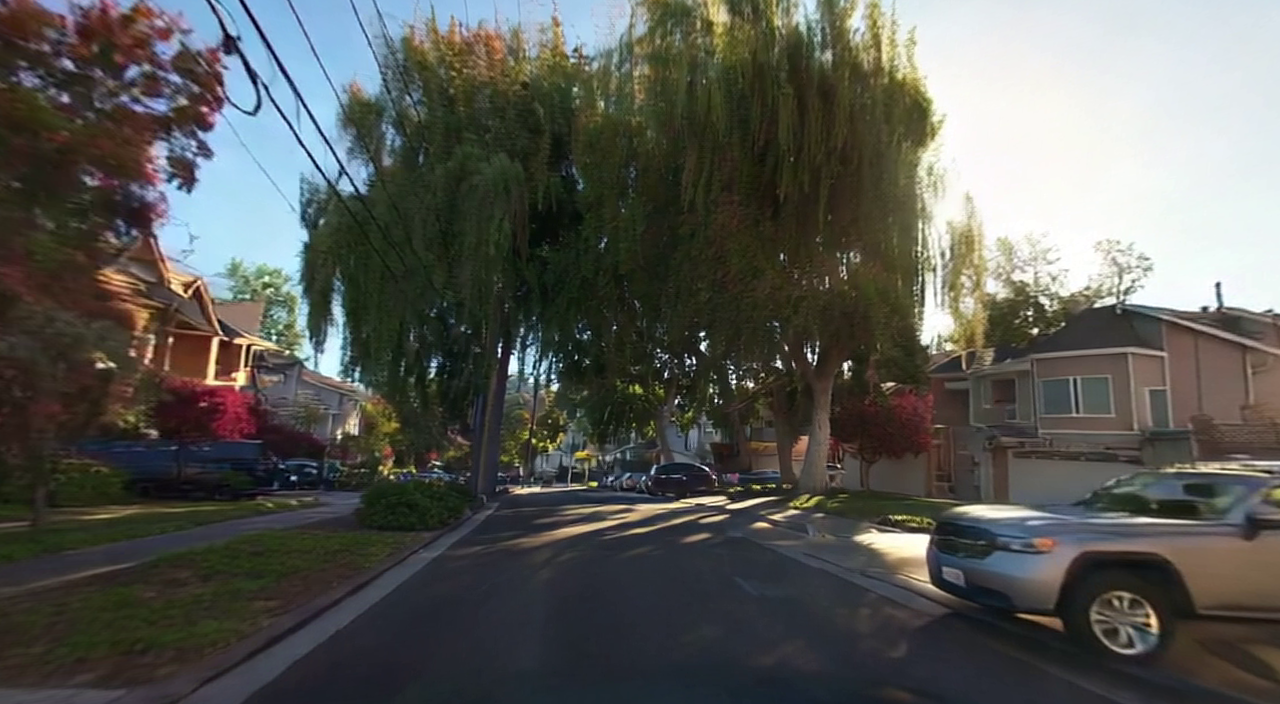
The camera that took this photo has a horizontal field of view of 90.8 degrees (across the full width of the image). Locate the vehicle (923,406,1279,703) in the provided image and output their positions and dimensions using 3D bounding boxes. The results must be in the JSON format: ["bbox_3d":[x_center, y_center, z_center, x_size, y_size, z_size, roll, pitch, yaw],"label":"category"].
[{"bbox_3d":[4.989,1.610,4.980,4.501,1.678,2.078,7,-9,-1],"label":"vehicle"}]

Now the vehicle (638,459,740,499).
[{"bbox_3d":[2.222,5.881,29.487,4.413,1.728,1.869,1,-9,-10],"label":"vehicle"}]
